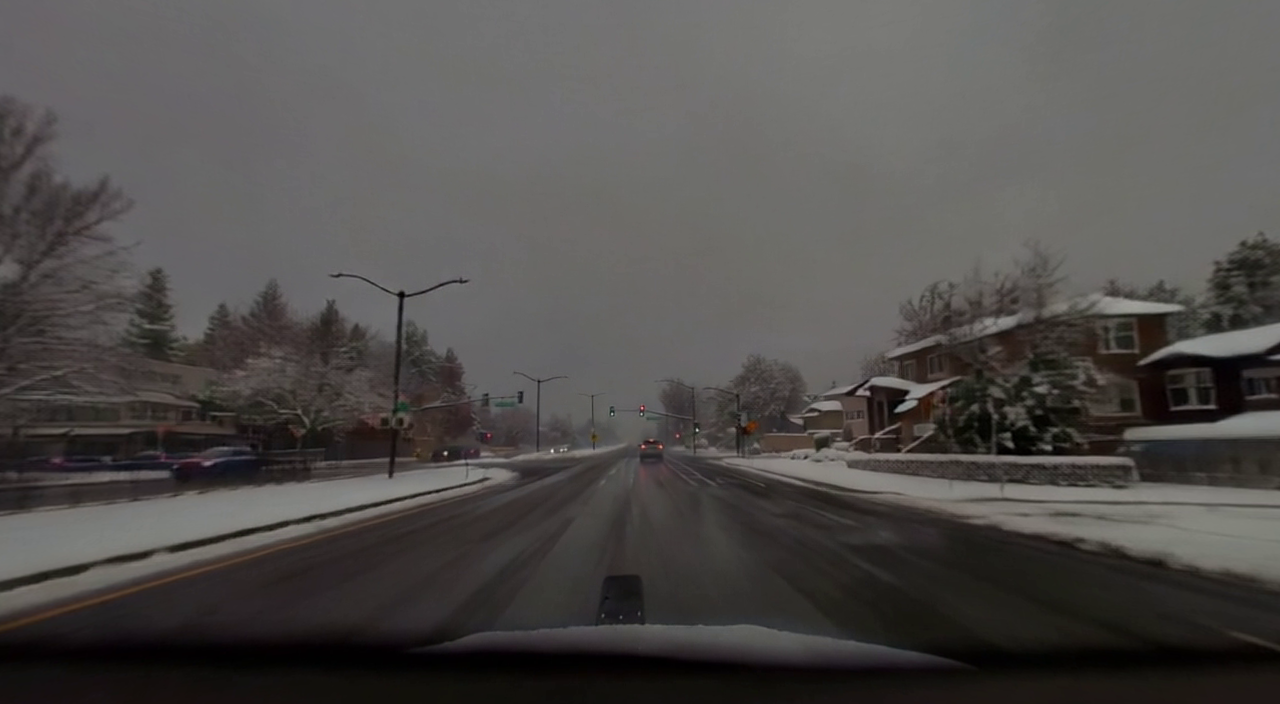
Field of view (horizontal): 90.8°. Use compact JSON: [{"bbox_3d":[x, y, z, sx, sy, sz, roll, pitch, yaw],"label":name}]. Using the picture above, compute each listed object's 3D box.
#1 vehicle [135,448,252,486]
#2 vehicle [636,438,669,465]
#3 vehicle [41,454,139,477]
[{"bbox_3d":[-19.454,4.989,27.797,1.950,1.493,4.351,0,-8,0],"label":"vehicle"},{"bbox_3d":[0.884,7.399,47.058,2.273,1.851,5.075,0,-8,-1],"label":"vehicle"},{"bbox_3d":[-35.279,7.270,40.643,1.779,1.357,4.291,-3,-9,23],"label":"vehicle"}]
